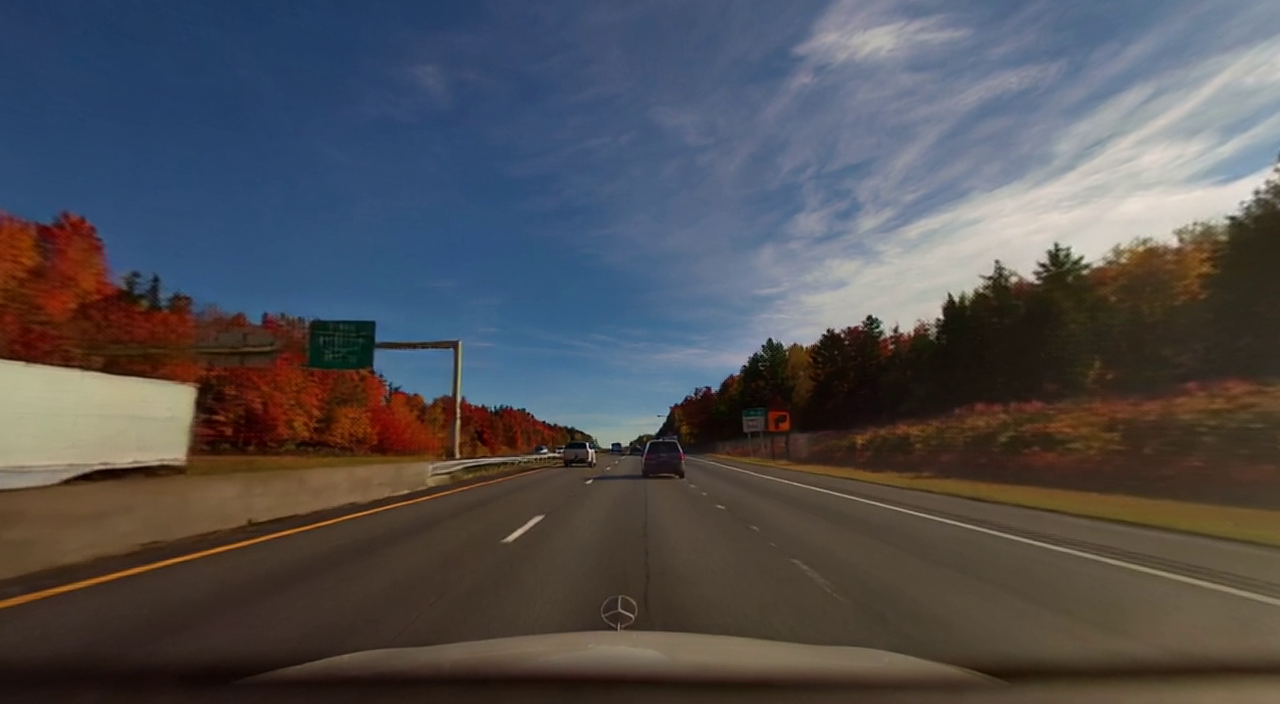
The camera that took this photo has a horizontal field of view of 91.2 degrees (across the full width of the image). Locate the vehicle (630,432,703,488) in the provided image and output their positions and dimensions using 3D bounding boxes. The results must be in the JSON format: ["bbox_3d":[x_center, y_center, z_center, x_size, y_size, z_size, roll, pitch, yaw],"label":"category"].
[{"bbox_3d":[0.805,3.686,21.626,2.250,1.718,4.358,0,-9,0],"label":"vehicle"}]

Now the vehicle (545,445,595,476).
[{"bbox_3d":[-3.417,5.423,31.432,2.037,1.418,3.793,0,-9,1],"label":"vehicle"}]

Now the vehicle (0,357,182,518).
[{"bbox_3d":[-17.446,1.990,14.625,2.907,3.969,14.102,0,-9,0],"label":"vehicle"}]
